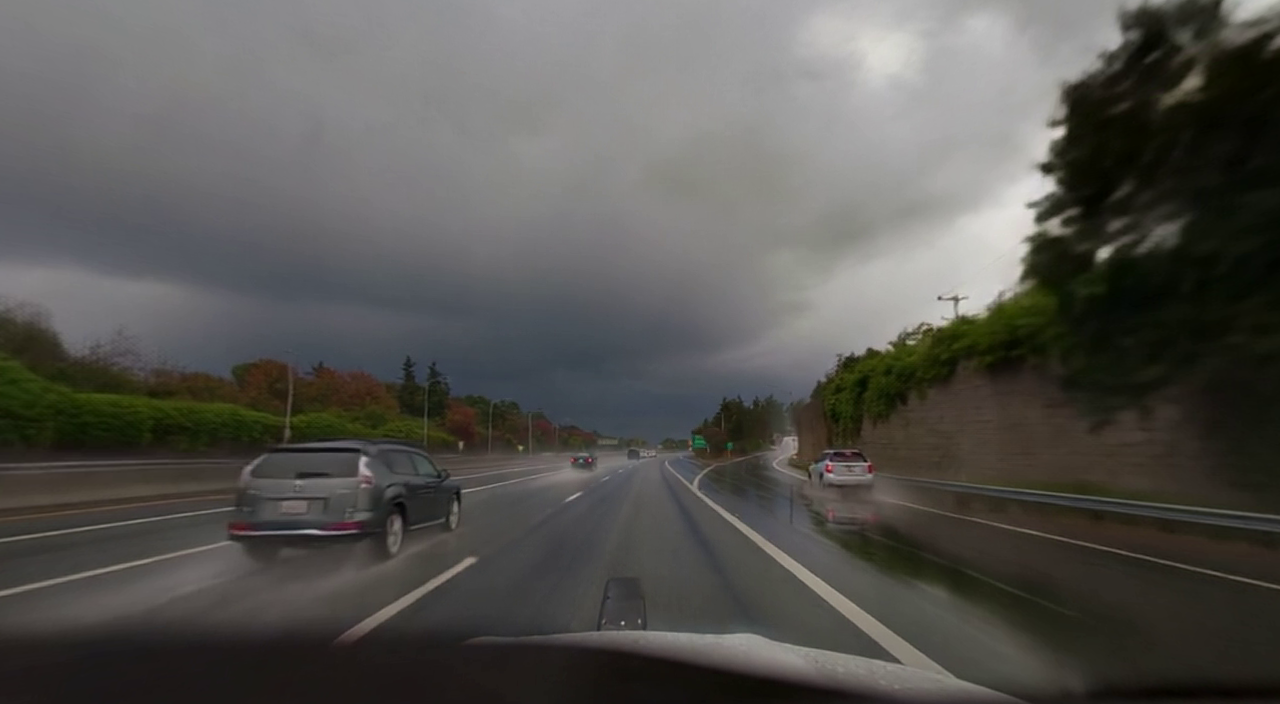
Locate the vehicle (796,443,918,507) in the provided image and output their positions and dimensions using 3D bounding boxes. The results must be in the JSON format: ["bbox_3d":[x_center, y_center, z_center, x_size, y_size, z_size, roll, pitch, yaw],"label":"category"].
[{"bbox_3d":[5.914,3.405,17.884,2.020,1.548,4.715,0,-9,4],"label":"vehicle"}]

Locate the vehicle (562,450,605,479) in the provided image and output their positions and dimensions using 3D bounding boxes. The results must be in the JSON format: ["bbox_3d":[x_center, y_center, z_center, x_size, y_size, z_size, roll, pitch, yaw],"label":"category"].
[{"bbox_3d":[-3.168,6.369,36.034,1.997,1.540,3.906,0,-9,1],"label":"vehicle"}]

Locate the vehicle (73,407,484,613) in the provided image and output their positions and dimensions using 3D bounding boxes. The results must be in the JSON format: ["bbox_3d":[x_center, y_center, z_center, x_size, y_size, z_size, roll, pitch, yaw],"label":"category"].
[{"bbox_3d":[-3.549,1.653,7.468,2.263,1.696,4.321,0,-9,0],"label":"vehicle"}]
